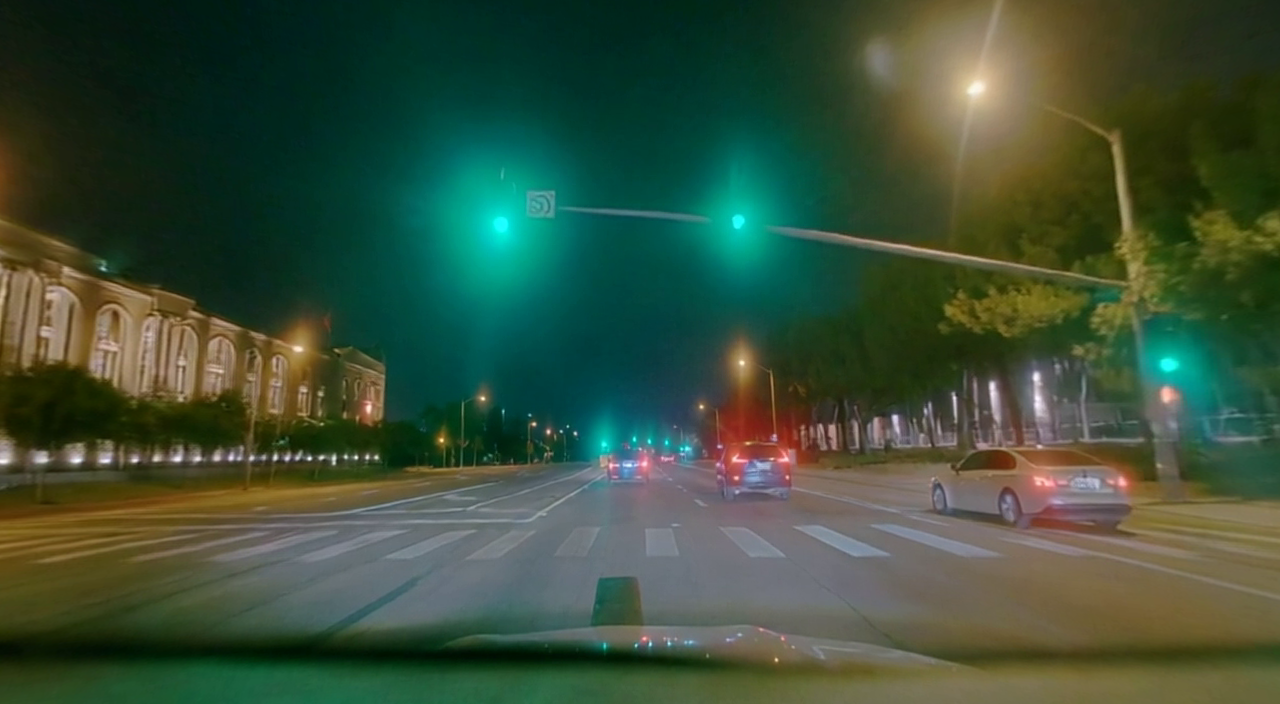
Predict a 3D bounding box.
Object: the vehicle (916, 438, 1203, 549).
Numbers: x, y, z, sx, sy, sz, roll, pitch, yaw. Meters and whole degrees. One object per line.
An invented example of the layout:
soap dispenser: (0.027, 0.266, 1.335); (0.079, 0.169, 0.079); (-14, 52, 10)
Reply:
vehicle: (6.654, 2.250, 10.766); (1.868, 1.472, 4.274); (0, -9, -1)

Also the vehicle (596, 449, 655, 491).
vehicle: (-0.525, 4.431, 24.079); (2.054, 1.446, 3.969); (0, -9, -1)

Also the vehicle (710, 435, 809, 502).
vehicle: (3.414, 3.428, 18.979); (2.036, 1.757, 4.300); (0, -9, -1)
